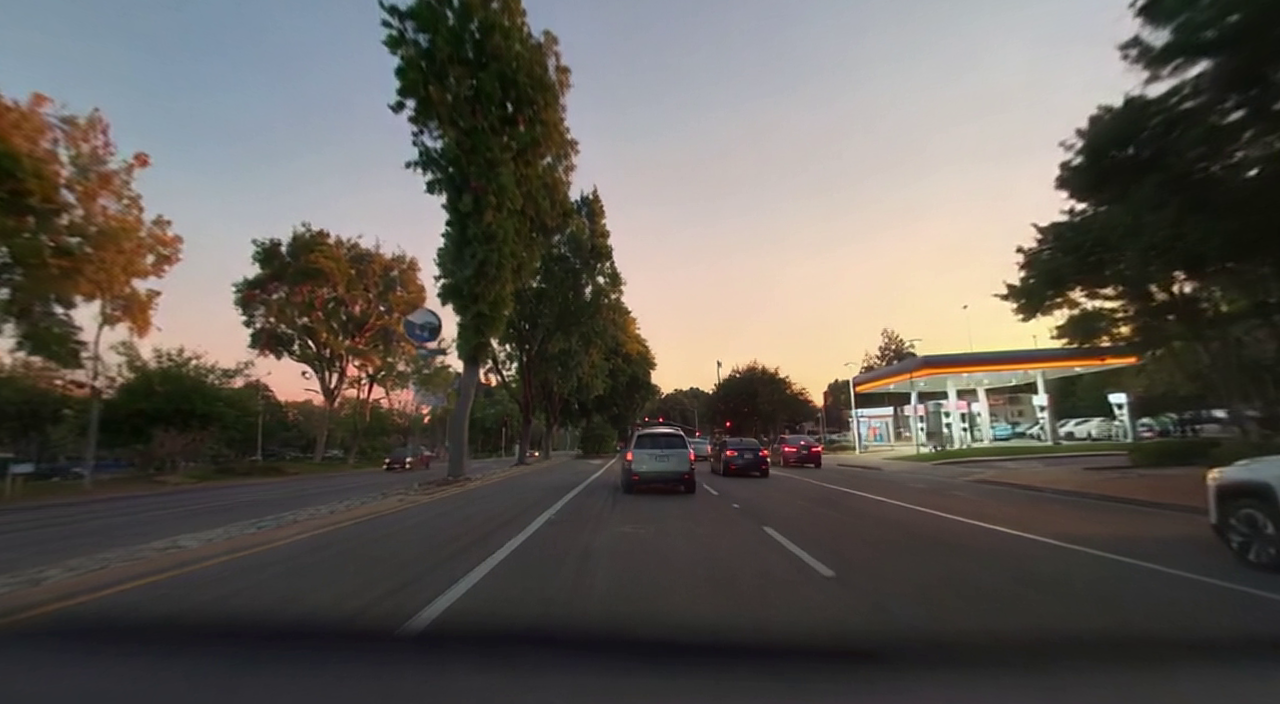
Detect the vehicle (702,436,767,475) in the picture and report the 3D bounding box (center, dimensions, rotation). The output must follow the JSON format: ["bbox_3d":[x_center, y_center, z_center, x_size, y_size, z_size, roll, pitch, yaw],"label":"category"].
[{"bbox_3d":[3.827,4.270,26.287,1.940,1.474,4.234,0,-8,-2],"label":"vehicle"}]

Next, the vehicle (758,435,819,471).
[{"bbox_3d":[6.943,4.756,30.016,1.793,1.585,4.130,0,-8,-1],"label":"vehicle"}]

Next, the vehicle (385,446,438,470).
[{"bbox_3d":[-15.502,7.165,43.040,1.914,1.496,4.361,0,-8,1],"label":"vehicle"}]

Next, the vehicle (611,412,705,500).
[{"bbox_3d":[0.285,2.632,16.342,2.038,1.917,4.900,0,-8,-3],"label":"vehicle"}]
